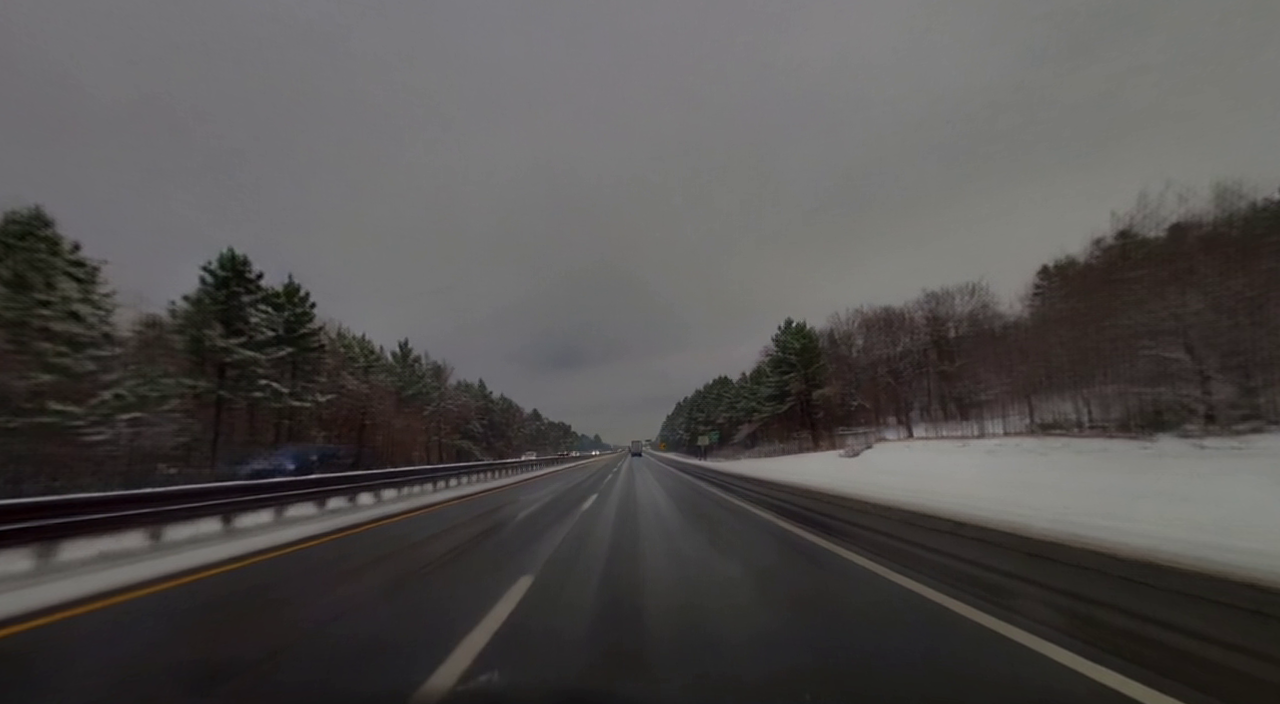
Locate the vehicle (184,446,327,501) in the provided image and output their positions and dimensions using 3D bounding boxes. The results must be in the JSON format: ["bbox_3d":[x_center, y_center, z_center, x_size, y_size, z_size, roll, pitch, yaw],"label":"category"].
[{"bbox_3d":[-13.072,4.121,21.836,2.009,1.664,4.618,0,-9,0],"label":"vehicle"}]
